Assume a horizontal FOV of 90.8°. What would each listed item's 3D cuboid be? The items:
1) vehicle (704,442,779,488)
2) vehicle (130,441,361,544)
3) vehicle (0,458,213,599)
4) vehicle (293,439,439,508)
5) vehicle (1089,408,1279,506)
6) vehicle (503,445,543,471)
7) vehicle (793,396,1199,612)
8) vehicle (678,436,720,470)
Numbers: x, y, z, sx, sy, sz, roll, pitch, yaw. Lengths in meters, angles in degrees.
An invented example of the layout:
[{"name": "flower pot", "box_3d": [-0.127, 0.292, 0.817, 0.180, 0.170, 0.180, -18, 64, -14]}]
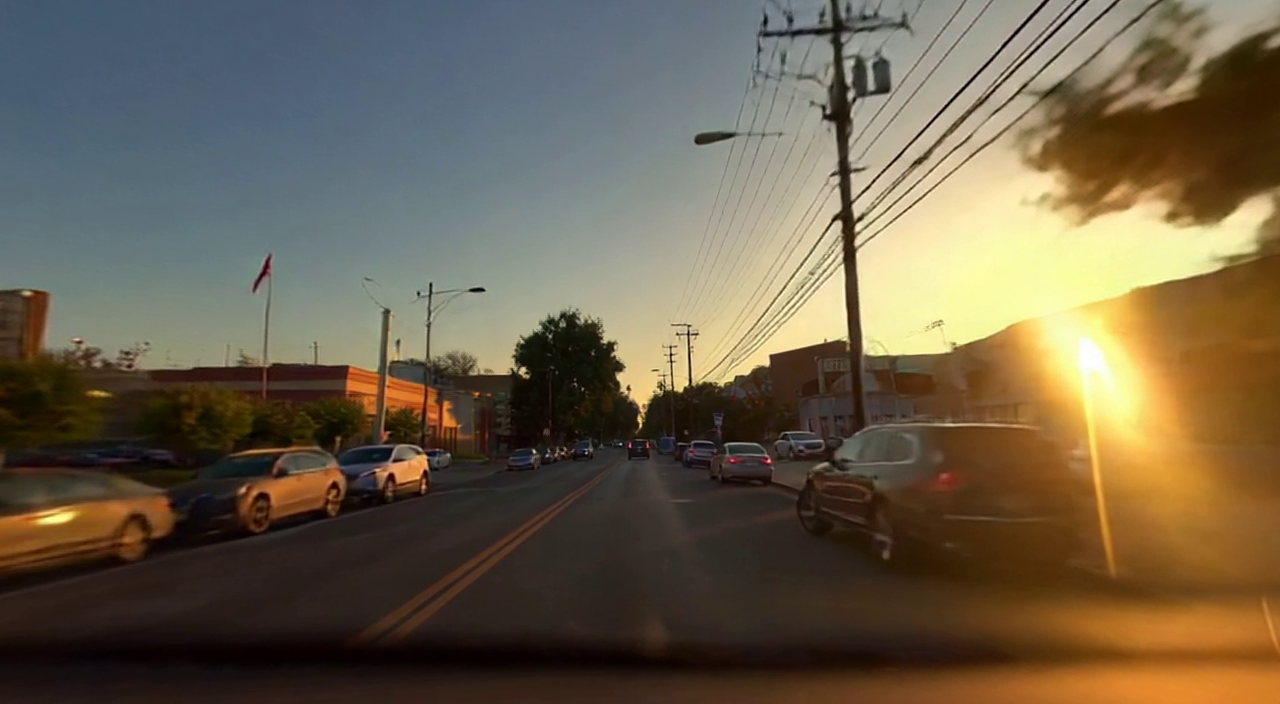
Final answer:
[{"name": "vehicle", "box_3d": [3.506, 3.981, 22.642, 1.866, 1.439, 4.482, 0, -8, -1]}, {"name": "vehicle", "box_3d": [-8.466, 2.978, 14.280, 2.045, 1.820, 4.858, 0, -7, 0]}, {"name": "vehicle", "box_3d": [-8.622, 2.337, 8.817, 2.022, 1.501, 4.860, 0, -7, -1]}, {"name": "vehicle", "box_3d": [-8.317, 3.721, 19.922, 1.986, 1.831, 5.678, 0, -9, 1]}, {"name": "vehicle", "box_3d": [11.314, 1.845, 11.480, 4.711, 1.587, 1.909, -2, -8, 3]}, {"name": "vehicle", "box_3d": [-8.493, 7.676, 46.173, 2.113, 1.665, 5.062, 0, -7, -2]}, {"name": "vehicle", "box_3d": [3.547, 1.601, 7.673, 2.088, 1.765, 4.704, 0, -8, -1]}, {"name": "vehicle", "box_3d": [3.391, 5.954, 37.177, 2.025, 1.843, 4.883, -1, -9, 1]}]
